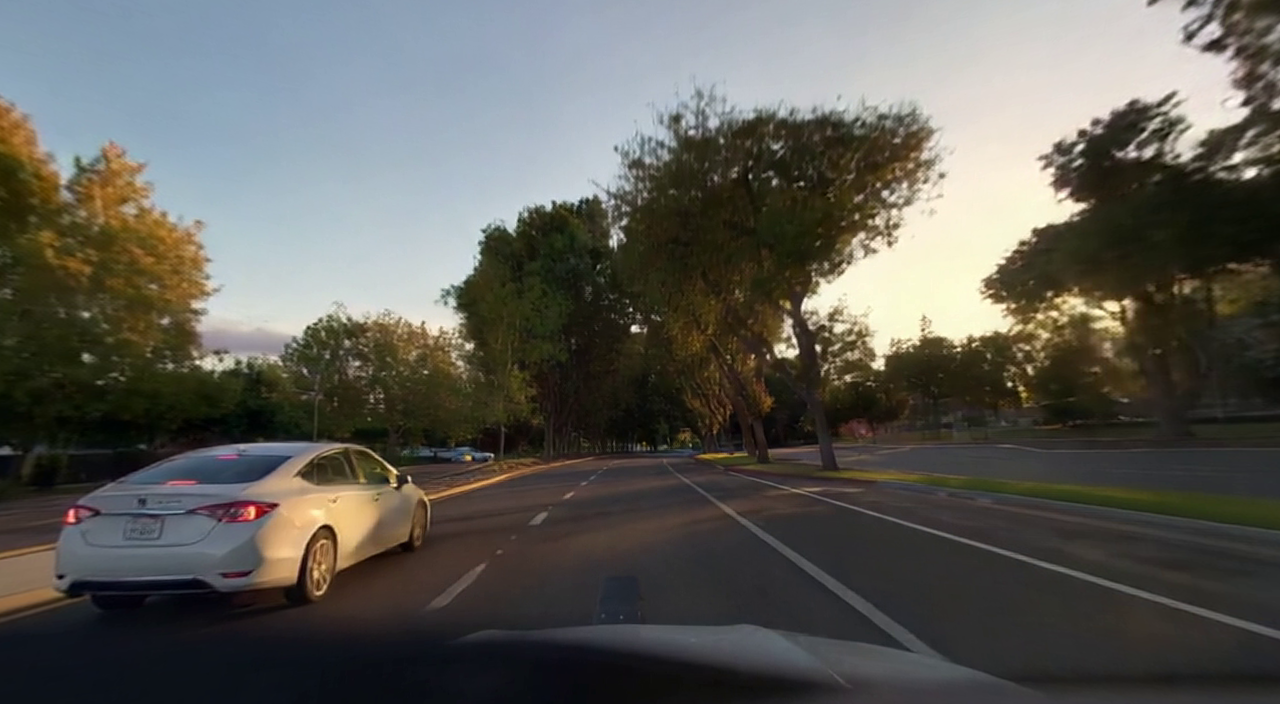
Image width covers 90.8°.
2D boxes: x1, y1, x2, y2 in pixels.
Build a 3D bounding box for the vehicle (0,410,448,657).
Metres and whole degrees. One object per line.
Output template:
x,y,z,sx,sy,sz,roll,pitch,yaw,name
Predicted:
-3.524,1.453,6.150,1.915,1.521,4.283,0,-8,1,vehicle
